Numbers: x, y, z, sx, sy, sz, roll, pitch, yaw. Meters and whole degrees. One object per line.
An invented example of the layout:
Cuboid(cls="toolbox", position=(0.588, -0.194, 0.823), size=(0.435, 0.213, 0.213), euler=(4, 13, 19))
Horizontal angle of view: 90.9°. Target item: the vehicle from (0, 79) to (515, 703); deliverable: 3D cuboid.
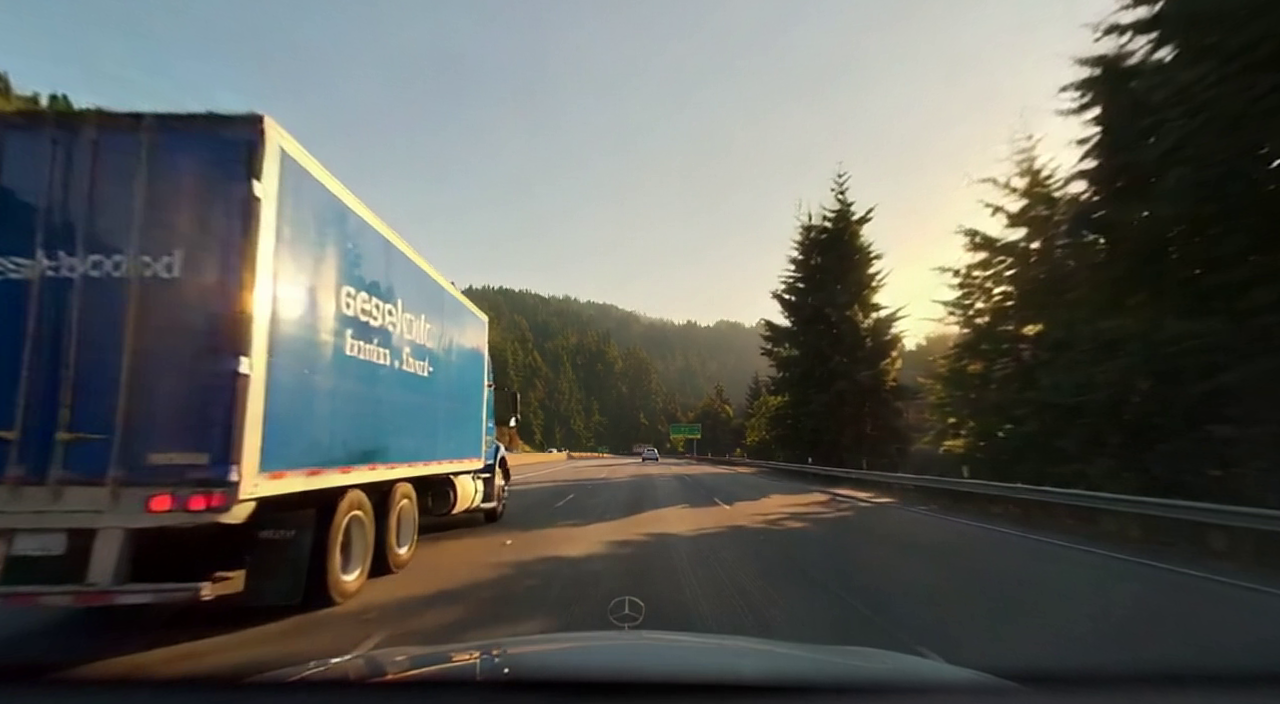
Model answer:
Cuboid(cls="vehicle", position=(-3.364, 0.731, 6.296), size=(2.695, 3.151, 6.885), euler=(0, -9, 1))
